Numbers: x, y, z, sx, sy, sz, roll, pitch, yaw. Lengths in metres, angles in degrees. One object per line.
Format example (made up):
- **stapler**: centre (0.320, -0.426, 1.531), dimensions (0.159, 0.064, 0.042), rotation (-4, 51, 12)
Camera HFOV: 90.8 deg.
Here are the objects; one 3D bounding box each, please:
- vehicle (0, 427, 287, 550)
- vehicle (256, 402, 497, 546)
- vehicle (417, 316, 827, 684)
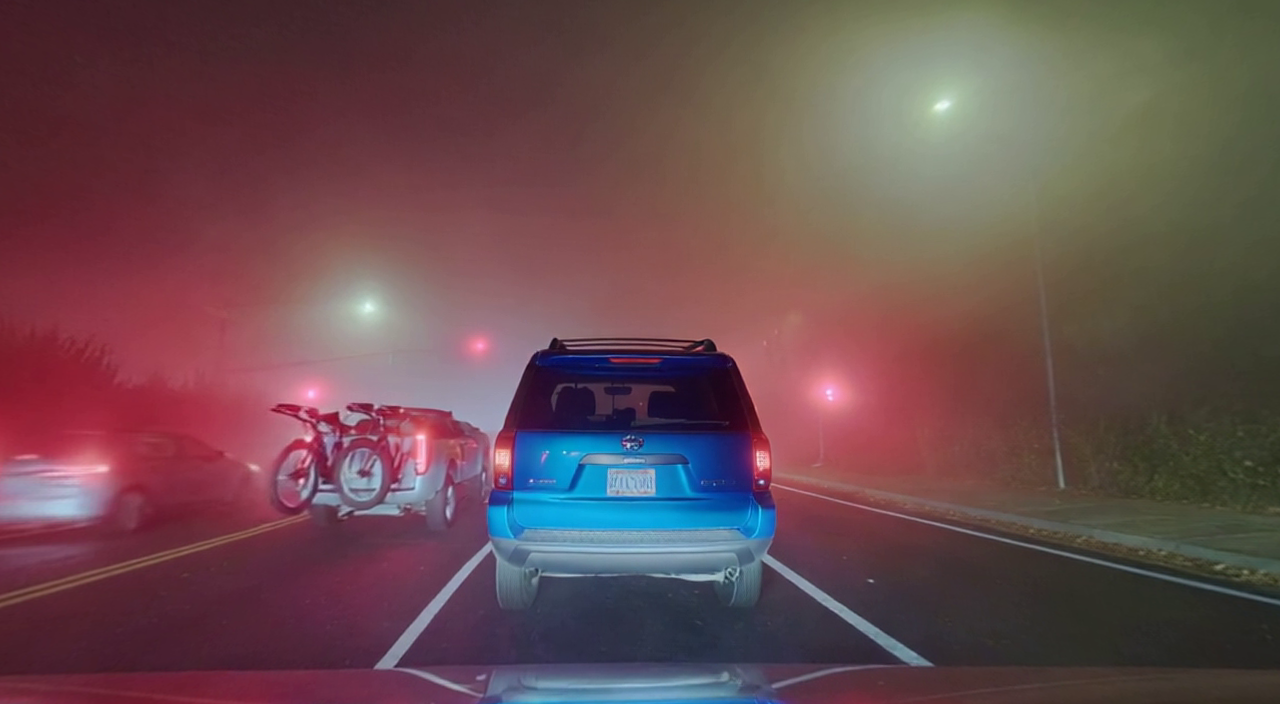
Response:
- **vehicle**: centre (-7.939, 2.029, 10.151), dimensions (2.024, 1.511, 4.550), rotation (0, -8, -2)
- **vehicle**: centre (-4.054, 1.994, 11.033), dimensions (2.337, 1.858, 5.409), rotation (1, -9, -6)
- **vehicle**: centre (-0.232, 1.159, 5.999), dimensions (2.333, 2.087, 4.586), rotation (0, -8, -4)
